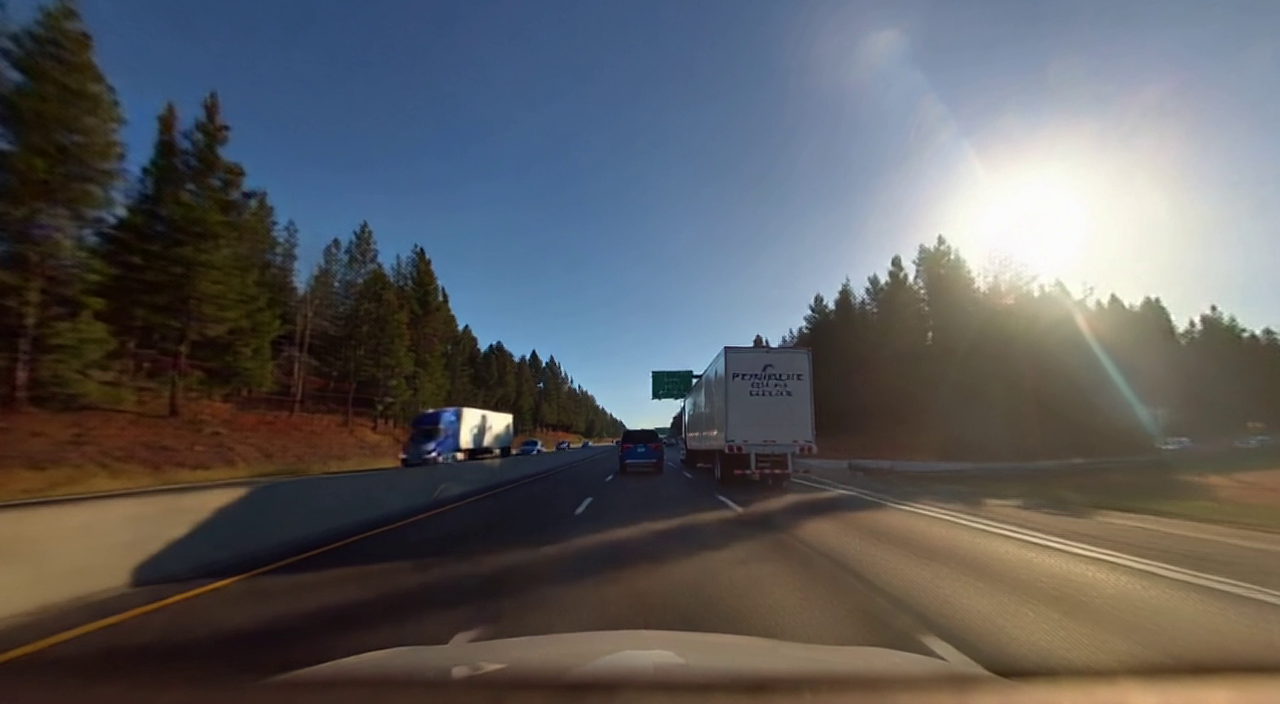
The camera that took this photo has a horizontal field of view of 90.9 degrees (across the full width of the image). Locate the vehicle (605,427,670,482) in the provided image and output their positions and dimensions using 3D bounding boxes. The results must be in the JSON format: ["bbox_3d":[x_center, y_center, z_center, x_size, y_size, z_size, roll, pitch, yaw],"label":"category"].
[{"bbox_3d":[-0.097,3.846,23.910,2.222,1.848,4.610,0,-8,0],"label":"vehicle"}]

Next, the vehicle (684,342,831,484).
[{"bbox_3d":[4.016,2.997,26.769,2.899,4.160,16.621,0,-9,-1],"label":"vehicle"}]

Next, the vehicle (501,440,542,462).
[{"bbox_3d":[-8.872,7.450,47.591,2.117,1.493,4.774,0,-8,1],"label":"vehicle"}]

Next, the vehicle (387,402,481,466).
[{"bbox_3d":[-13.423,5.531,42.080,3.042,3.762,9.032,0,-8,1],"label":"vehicle"}]
